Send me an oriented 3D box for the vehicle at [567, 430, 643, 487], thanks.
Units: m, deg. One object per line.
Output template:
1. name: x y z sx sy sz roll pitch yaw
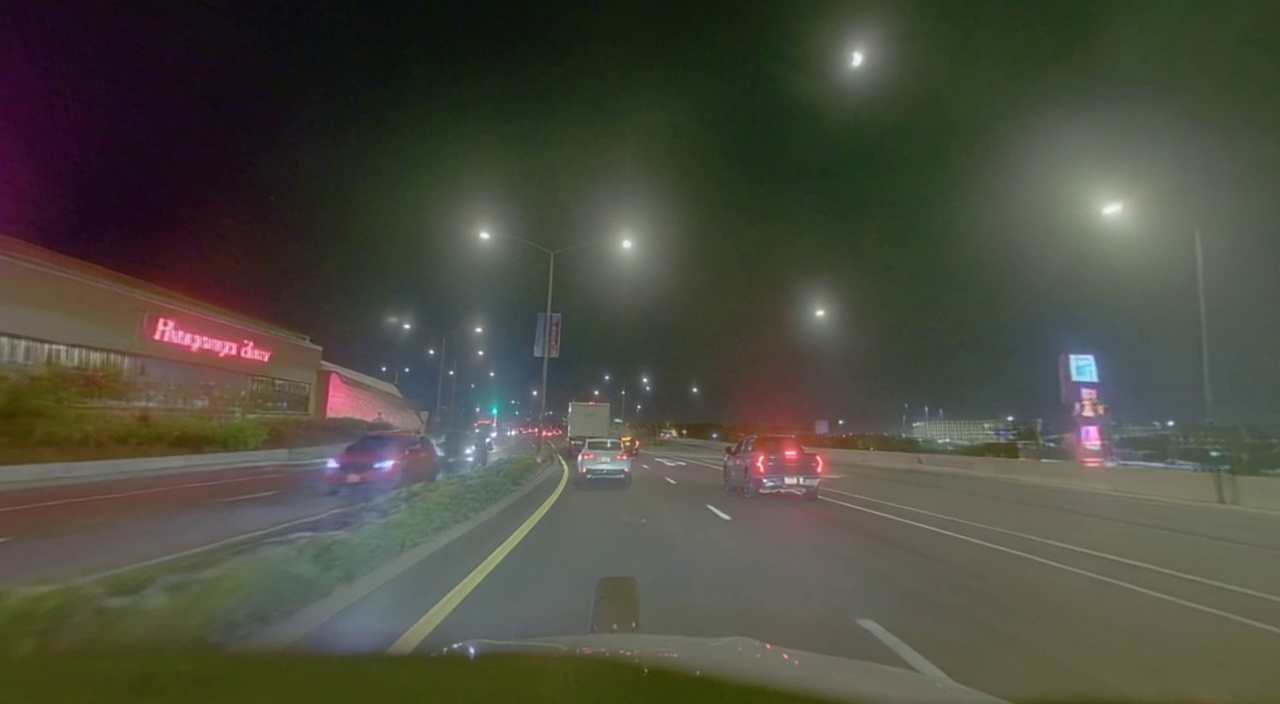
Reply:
1. vehicle: -1.054 3.039 18.300 1.991 1.472 3.518 1 -8 -5

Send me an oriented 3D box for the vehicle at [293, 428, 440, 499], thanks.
1. vehicle: -6.682 2.740 15.979 2.007 1.532 4.266 1 -8 -3

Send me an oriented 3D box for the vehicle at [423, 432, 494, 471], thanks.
1. vehicle: -7.681 4.237 27.163 1.984 1.486 4.708 1 -8 -4

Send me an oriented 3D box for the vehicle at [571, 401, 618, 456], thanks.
1. vehicle: -3.282 5.379 43.873 2.917 3.482 6.946 1 -8 -7

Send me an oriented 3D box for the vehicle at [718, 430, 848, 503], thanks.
1. vehicle: 3.183 2.614 14.919 1.889 1.480 3.876 1 -8 -5
